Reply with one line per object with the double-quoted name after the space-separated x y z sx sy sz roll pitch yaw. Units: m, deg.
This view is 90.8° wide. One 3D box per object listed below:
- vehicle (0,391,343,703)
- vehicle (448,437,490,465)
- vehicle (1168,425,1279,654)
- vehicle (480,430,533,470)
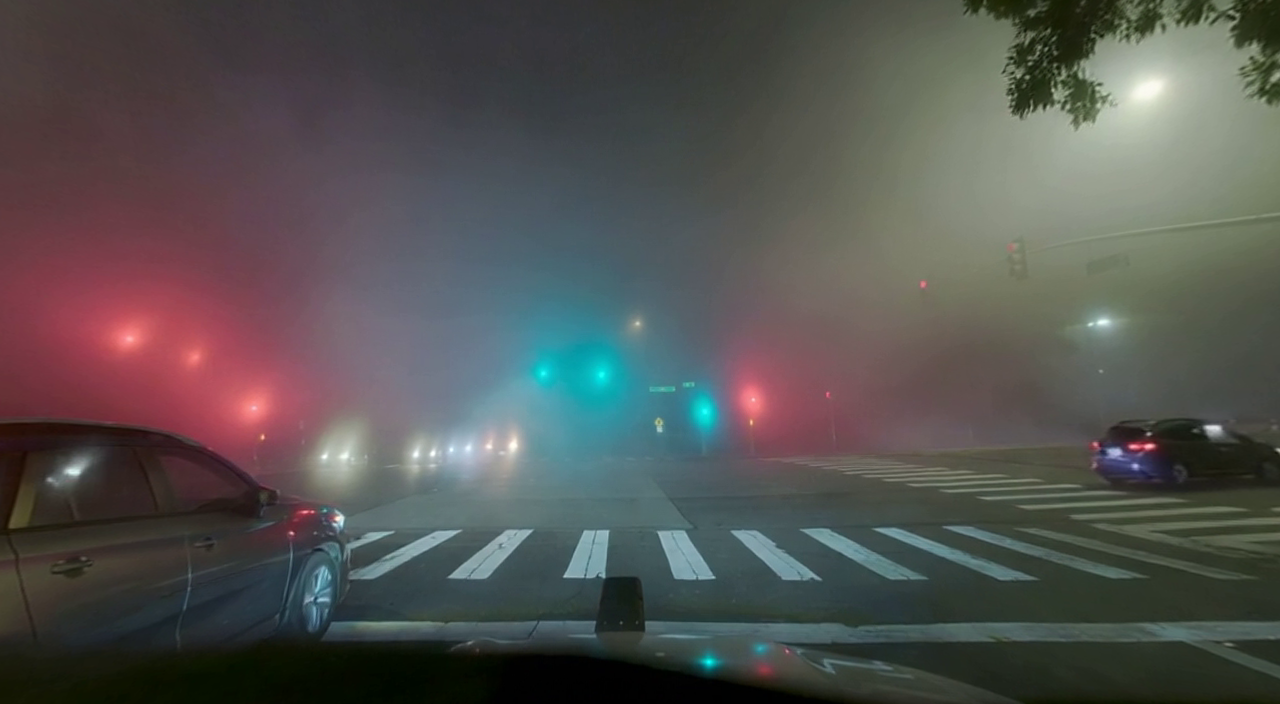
-3.073 0.892 2.159 1.919 1.478 4.720 0 -8 -1 "vehicle"
-12.805 7.418 47.528 2.051 1.715 4.346 -3 -6 -1 "vehicle"
4.942 0.984 2.570 1.949 1.449 4.530 -1 -8 5 "vehicle"
-6.904 4.974 32.315 2.109 1.871 4.778 2 -9 -17 "vehicle"
